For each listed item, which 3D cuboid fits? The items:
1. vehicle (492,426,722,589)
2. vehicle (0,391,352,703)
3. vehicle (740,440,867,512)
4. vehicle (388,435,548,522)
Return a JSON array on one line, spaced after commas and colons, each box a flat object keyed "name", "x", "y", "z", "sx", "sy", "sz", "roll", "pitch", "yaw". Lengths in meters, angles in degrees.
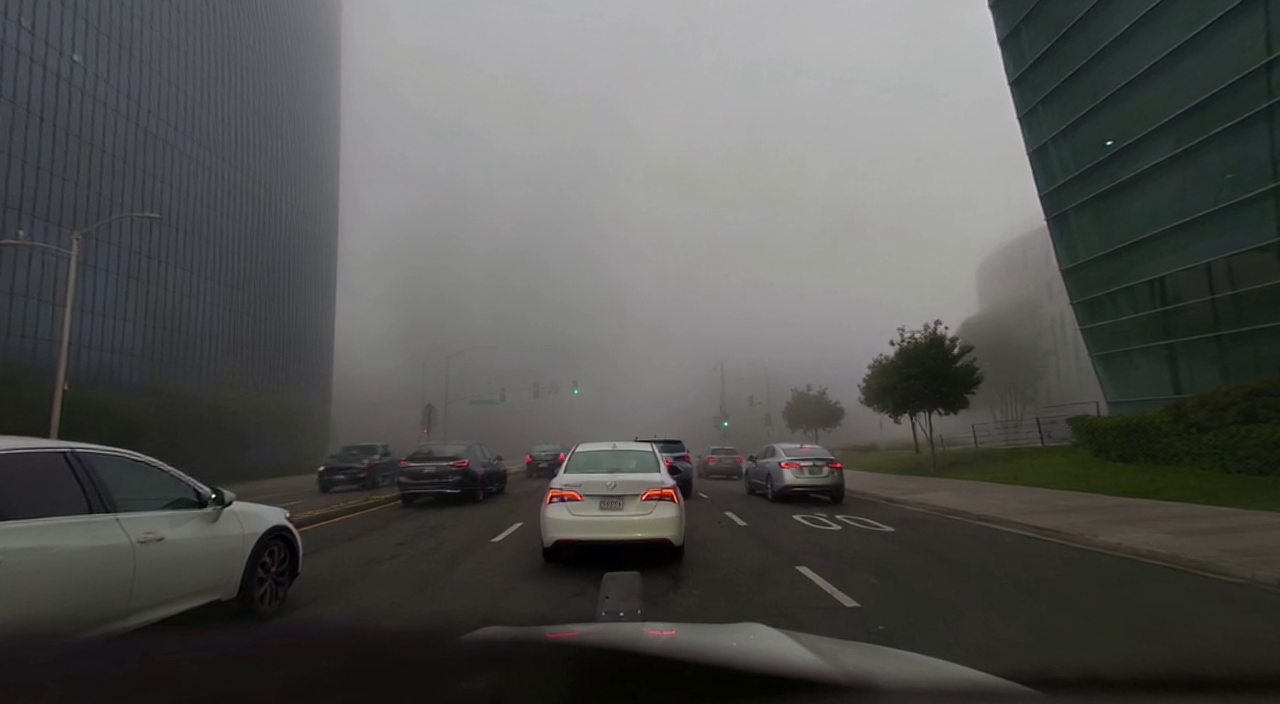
[{"name": "vehicle", "x": -0.252, "y": 1.797, "z": 8.190, "sx": 2.174, "sy": 1.509, "sz": 4.374, "roll": 0, "pitch": -9, "yaw": 2}, {"name": "vehicle", "x": -3.555, "y": 1.073, "z": 3.534, "sx": 1.933, "sy": 1.520, "sz": 4.195, "roll": 0, "pitch": -9, "yaw": -1}, {"name": "vehicle", "x": 3.847, "y": 2.982, "z": 15.653, "sx": 1.940, "sy": 1.514, "sz": 4.187, "roll": 0, "pitch": -9, "yaw": -1}, {"name": "vehicle", "x": -3.336, "y": 2.544, "z": 13.262, "sx": 2.044, "sy": 1.508, "sz": 4.479, "roll": 0, "pitch": -9, "yaw": 1}]
